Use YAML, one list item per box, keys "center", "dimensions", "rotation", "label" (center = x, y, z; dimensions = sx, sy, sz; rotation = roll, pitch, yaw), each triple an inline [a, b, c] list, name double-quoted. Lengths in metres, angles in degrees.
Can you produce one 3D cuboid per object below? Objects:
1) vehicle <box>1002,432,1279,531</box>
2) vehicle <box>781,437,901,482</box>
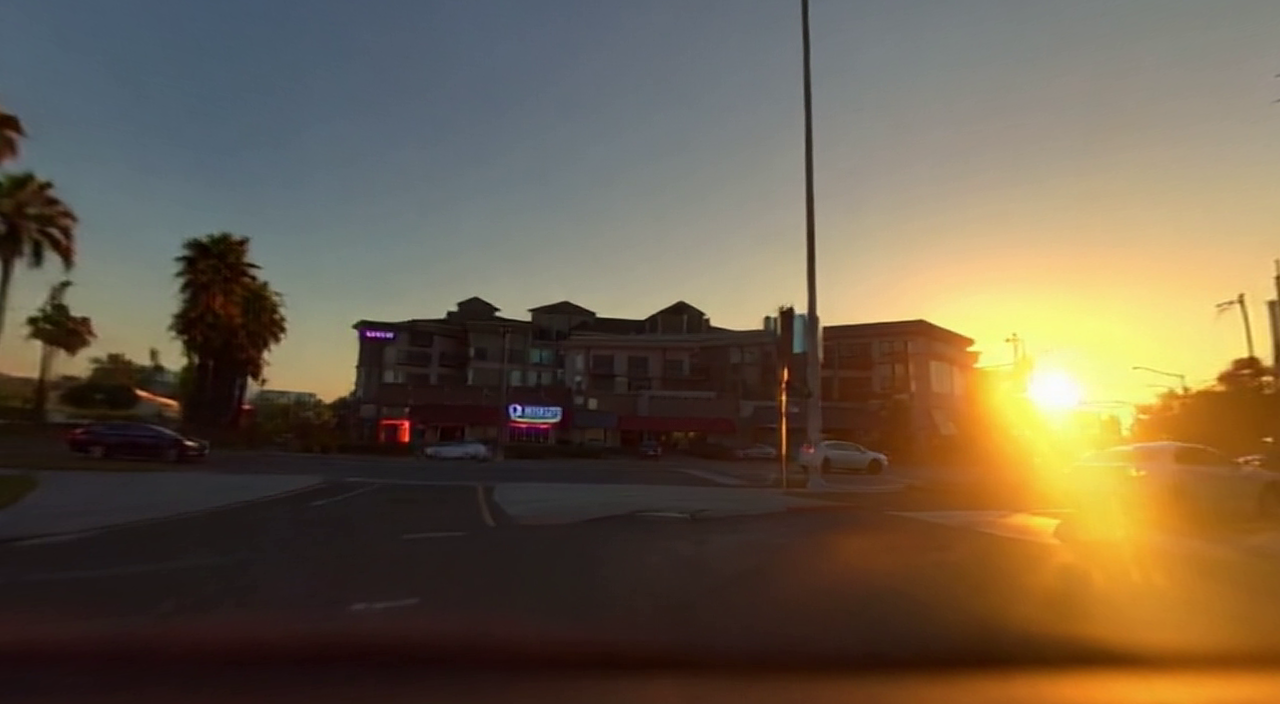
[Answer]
- center: [9.706, 2.467, 12.609]
  dimensions: [1.870, 1.611, 3.978]
  rotation: [3, -9, -17]
  label: "vehicle"
- center: [8.342, 4.467, 26.369]
  dimensions: [4.211, 1.756, 2.158]
  rotation: [3, -9, -17]
  label: "vehicle"
